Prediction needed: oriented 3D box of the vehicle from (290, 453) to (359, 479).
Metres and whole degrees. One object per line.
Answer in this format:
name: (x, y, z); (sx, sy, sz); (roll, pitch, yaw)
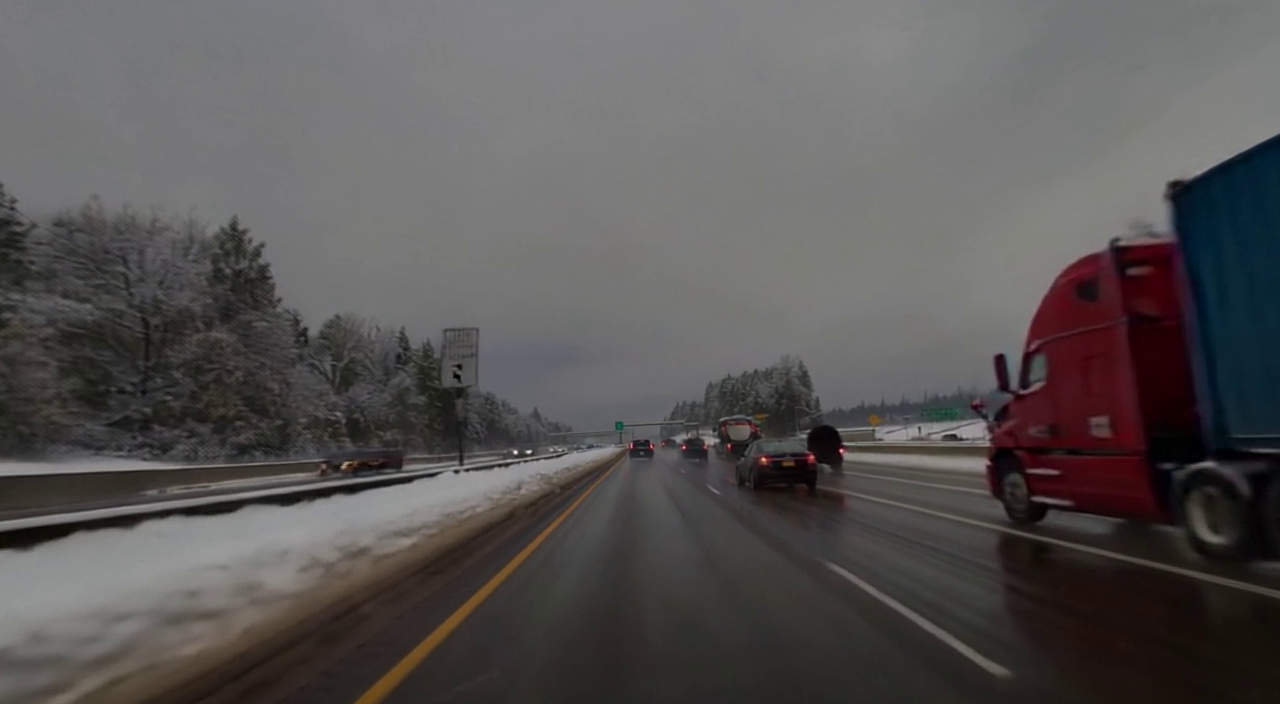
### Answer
vehicle: (-20.734, 7.478, 41.455); (2.070, 1.492, 4.641); (0, -8, 1)

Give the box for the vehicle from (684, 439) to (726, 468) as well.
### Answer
vehicle: (3.933, 6.195, 38.591); (2.084, 1.668, 4.511); (0, -8, 0)

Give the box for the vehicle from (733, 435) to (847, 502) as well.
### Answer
vehicle: (3.732, 2.973, 16.546); (1.888, 1.501, 4.608); (0, -8, 0)

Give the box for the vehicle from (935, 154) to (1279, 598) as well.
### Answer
vehicle: (7.286, 0.613, 8.447); (2.824, 4.018, 7.624); (0, -8, 0)

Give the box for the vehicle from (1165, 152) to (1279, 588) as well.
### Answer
vehicle: (7.275, -0.365, 2.152); (2.752, 3.975, 9.319); (0, -8, 0)

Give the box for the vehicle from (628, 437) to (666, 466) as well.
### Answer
vehicle: (0.472, 6.423, 40.537); (2.313, 1.736, 4.215); (0, -8, 1)

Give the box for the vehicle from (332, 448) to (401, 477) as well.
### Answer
vehicle: (-17.038, 6.879, 39.346); (2.123, 1.677, 4.721); (0, -8, 1)
